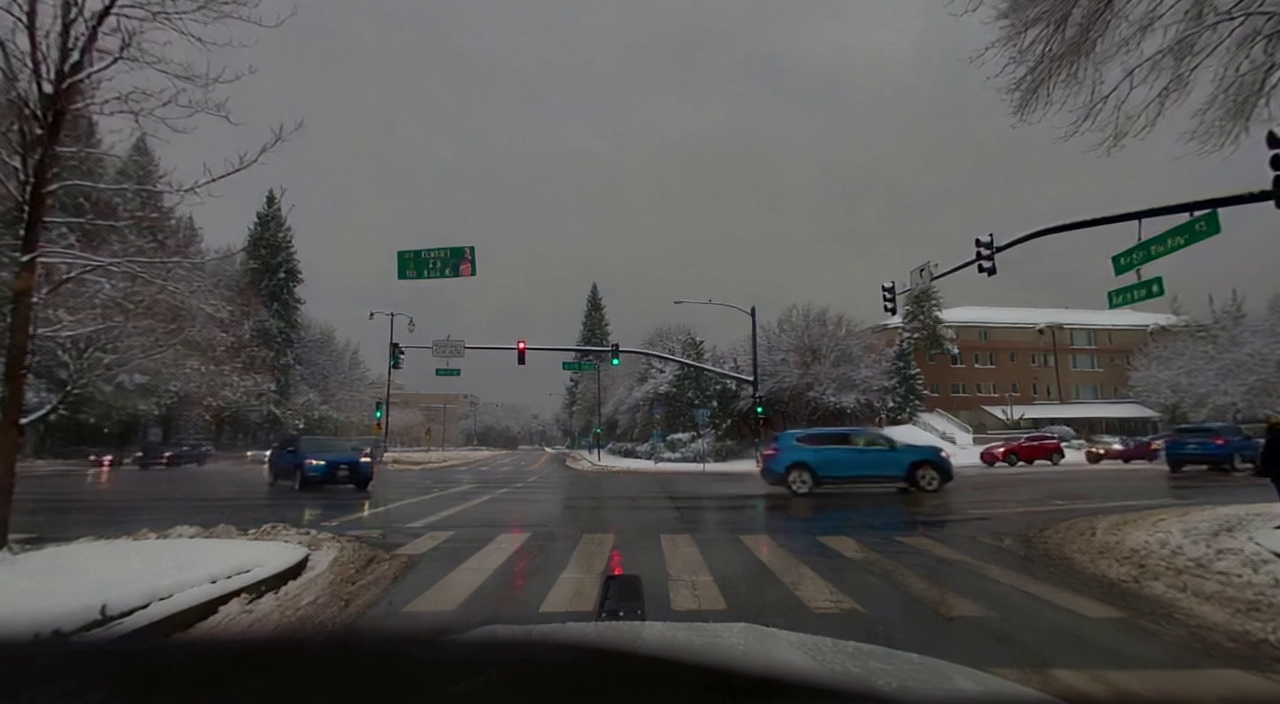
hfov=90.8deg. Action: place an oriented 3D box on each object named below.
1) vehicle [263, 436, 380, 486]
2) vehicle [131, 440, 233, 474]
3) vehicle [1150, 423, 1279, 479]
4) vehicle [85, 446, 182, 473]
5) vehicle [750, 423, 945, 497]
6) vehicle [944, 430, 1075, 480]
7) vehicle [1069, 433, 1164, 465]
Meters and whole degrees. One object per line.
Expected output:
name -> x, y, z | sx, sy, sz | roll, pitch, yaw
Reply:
vehicle -> -10.959, 3.672, 21.609 | 4.312, 1.540, 2.007 | -7, -11, 41
vehicle -> -23.882, 5.457, 33.180 | 1.951, 1.609, 4.693 | 0, -8, -2
vehicle -> 21.361, 3.629, 23.367 | 6.196, 1.777, 2.457 | 7, -11, -38
vehicle -> -31.011, 6.558, 38.921 | 1.892, 1.525, 5.171 | 0, -8, -3
vehicle -> 5.444, 2.886, 17.077 | 4.509, 1.821, 2.066 | 0, -8, -2
vehicle -> 14.457, 3.982, 24.695 | 4.742, 1.762, 2.180 | 4, -10, -29
vehicle -> 27.655, 5.680, 36.939 | 2.156, 1.719, 4.780 | -1, -8, 6
